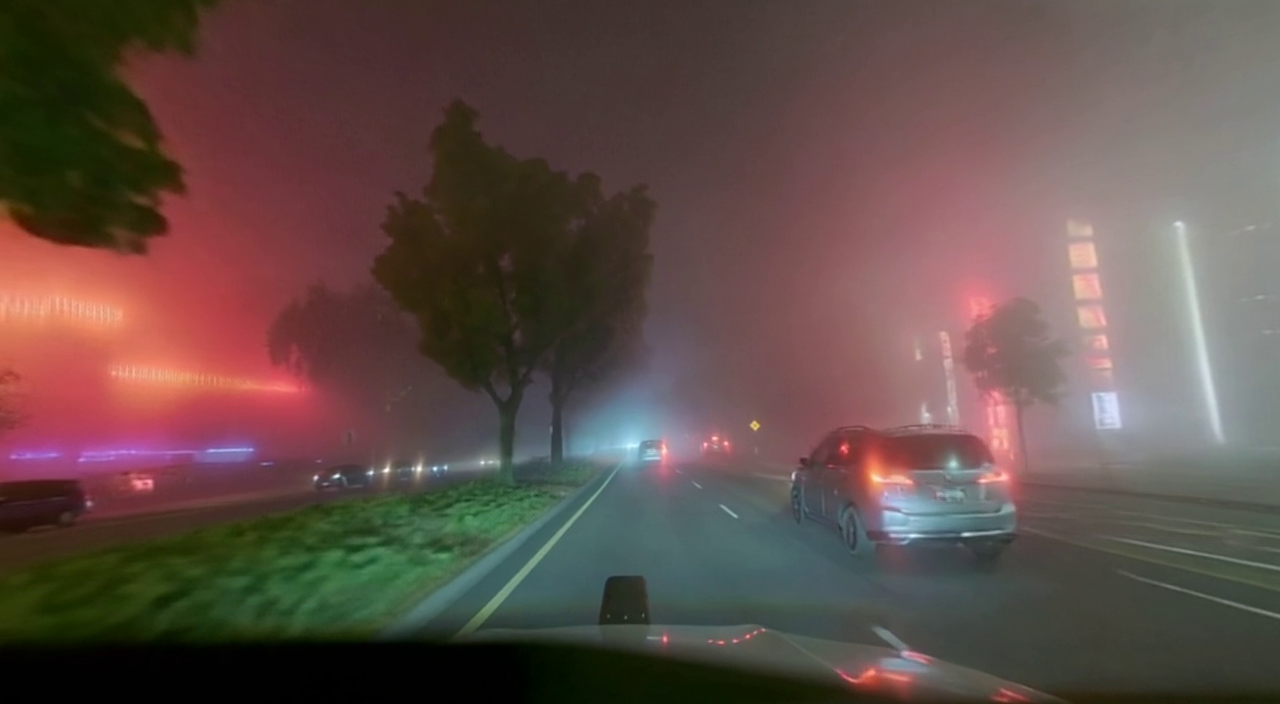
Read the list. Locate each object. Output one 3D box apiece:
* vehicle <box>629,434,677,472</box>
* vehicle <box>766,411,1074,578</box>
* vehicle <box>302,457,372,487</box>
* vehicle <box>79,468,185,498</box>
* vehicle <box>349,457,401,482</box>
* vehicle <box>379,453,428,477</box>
[{"bbox_3d":[0.557,4.819,30.217,2.125,1.669,3.880,0,-8,-1],"label":"vehicle"},{"bbox_3d":[3.179,1.717,8.493,1.931,1.591,4.708,0,-8,-1],"label":"vehicle"},{"bbox_3d":[-18.403,7.281,38.513,1.853,1.614,4.514,-1,-8,2],"label":"vehicle"},{"bbox_3d":[-29.602,7.641,36.833,4.483,1.618,1.829,0,-8,-2],"label":"vehicle"},{"bbox_3d":[-18.345,8.104,43.802,1.786,1.523,4.309,0,-8,-1],"label":"vehicle"},{"bbox_3d":[-18.363,8.798,49.157,2.049,1.678,4.376,0,-8,0],"label":"vehicle"}]
